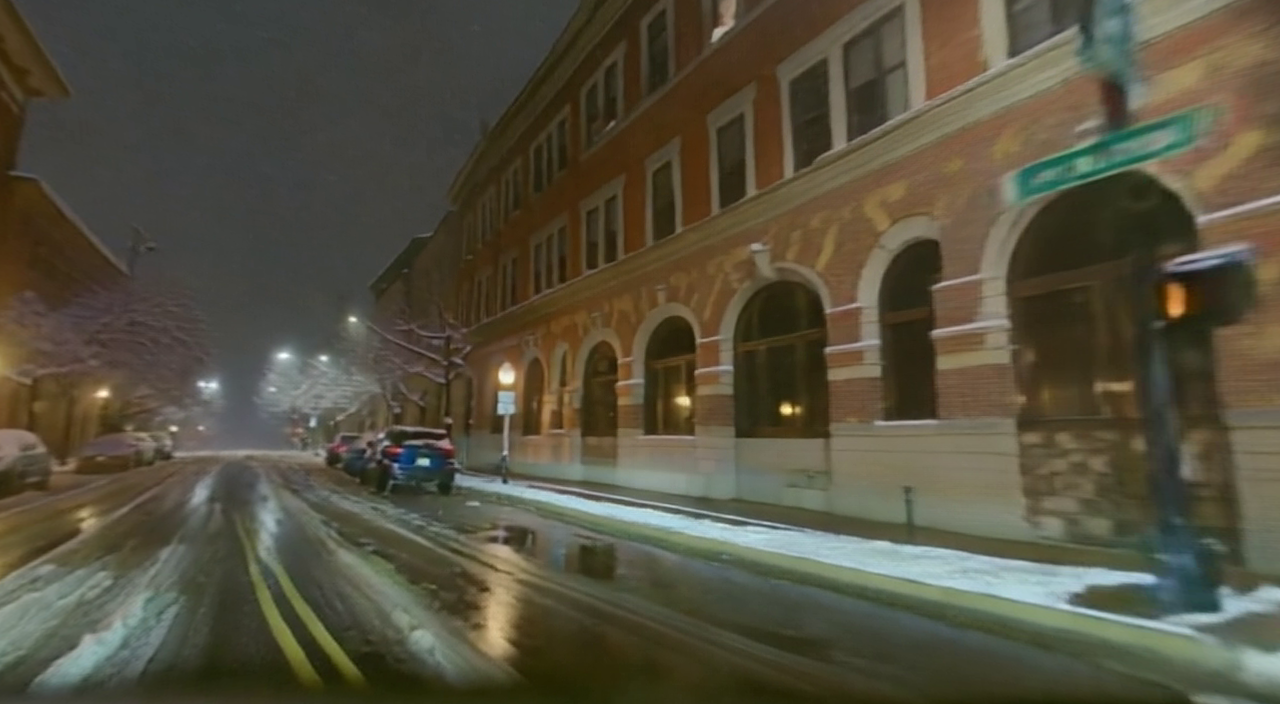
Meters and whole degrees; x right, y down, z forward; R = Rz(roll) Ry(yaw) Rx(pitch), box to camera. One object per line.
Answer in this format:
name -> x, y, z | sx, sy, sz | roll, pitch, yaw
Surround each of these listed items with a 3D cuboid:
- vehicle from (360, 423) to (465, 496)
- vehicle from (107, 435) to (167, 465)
vehicle -> -6.721, 3.063, 18.334 | 1.953, 1.804, 4.518 | 5, -10, -31
vehicle -> -26.927, 5.248, 33.873 | 1.934, 1.478, 4.180 | 4, -9, -31
